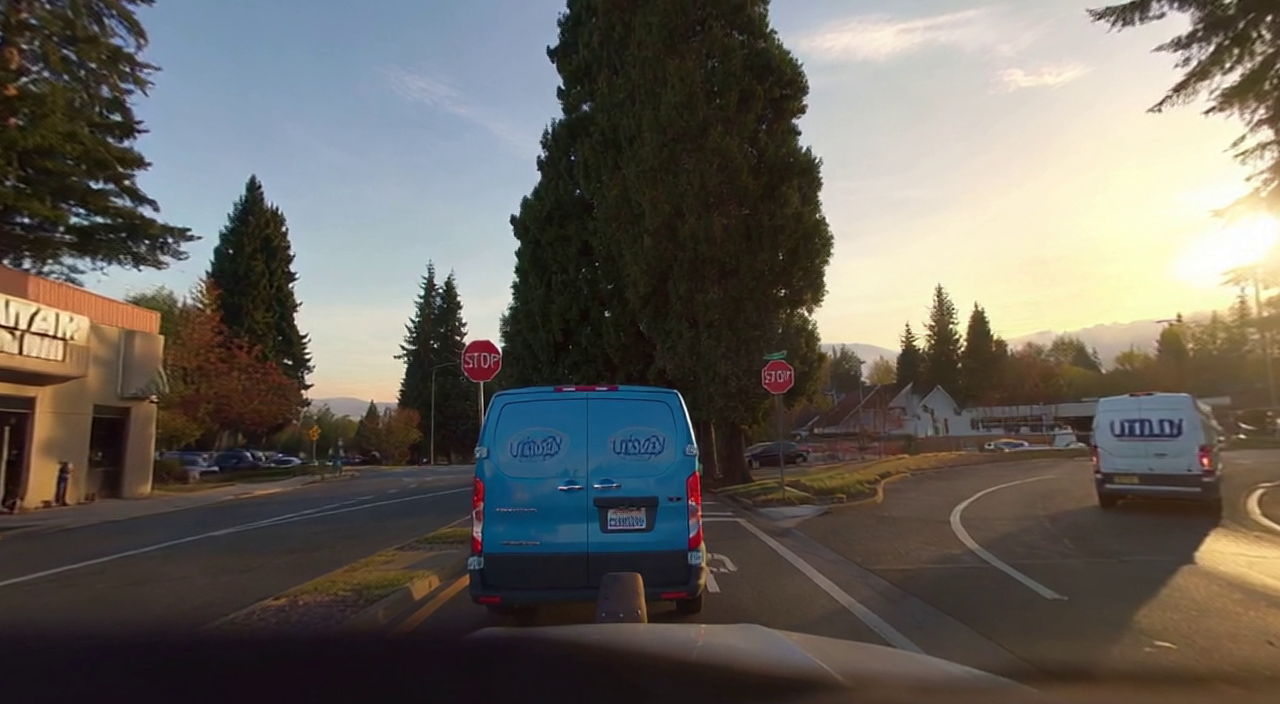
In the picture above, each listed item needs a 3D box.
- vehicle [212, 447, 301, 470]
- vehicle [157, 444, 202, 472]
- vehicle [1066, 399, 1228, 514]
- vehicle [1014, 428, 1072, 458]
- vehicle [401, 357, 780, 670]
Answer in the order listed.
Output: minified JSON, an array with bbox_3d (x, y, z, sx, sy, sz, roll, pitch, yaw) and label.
[{"bbox_3d":[-25.926,7.187,42.858,4.670,1.472,1.851,1,-9,-9],"label":"vehicle"},{"bbox_3d":[-29.797,6.846,40.984,1.913,1.682,4.120,5,-10,-31],"label":"vehicle"},{"bbox_3d":[11.995,2.435,15.072,2.385,2.196,5.640,-7,-11,38],"label":"vehicle"},{"bbox_3d":[26.337,5.945,41.164,2.079,1.797,5.345,-8,-12,42],"label":"vehicle"},{"bbox_3d":[-0.198,1.285,6.089,2.237,1.828,4.546,0,-9,3],"label":"vehicle"}]
